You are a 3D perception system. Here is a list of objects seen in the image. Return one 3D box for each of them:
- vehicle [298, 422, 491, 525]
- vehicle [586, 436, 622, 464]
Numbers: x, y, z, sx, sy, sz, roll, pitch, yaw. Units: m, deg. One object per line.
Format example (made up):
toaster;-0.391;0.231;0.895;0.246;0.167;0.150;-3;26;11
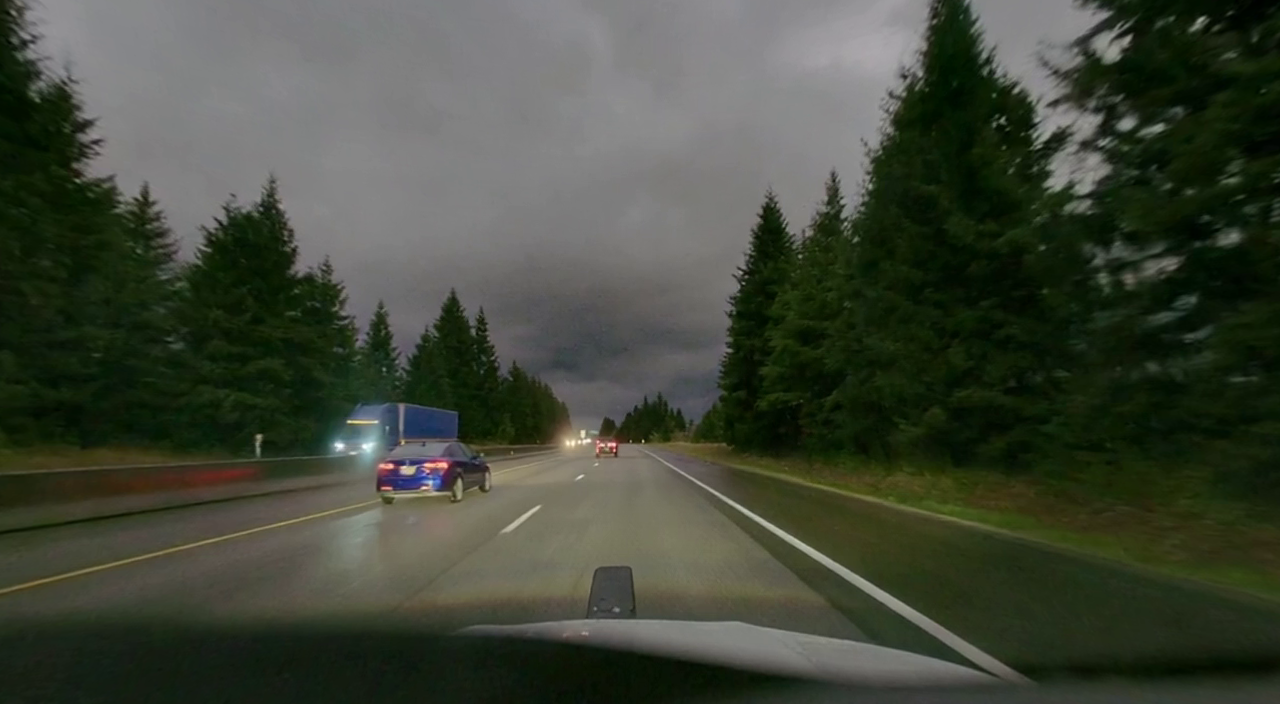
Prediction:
vehicle;-4.546;2.311;12.566;2.111;1.645;4.382;-1;-8;0
vehicle;-2.257;6.295;40.651;2.159;1.670;4.395;0;-8;-1
